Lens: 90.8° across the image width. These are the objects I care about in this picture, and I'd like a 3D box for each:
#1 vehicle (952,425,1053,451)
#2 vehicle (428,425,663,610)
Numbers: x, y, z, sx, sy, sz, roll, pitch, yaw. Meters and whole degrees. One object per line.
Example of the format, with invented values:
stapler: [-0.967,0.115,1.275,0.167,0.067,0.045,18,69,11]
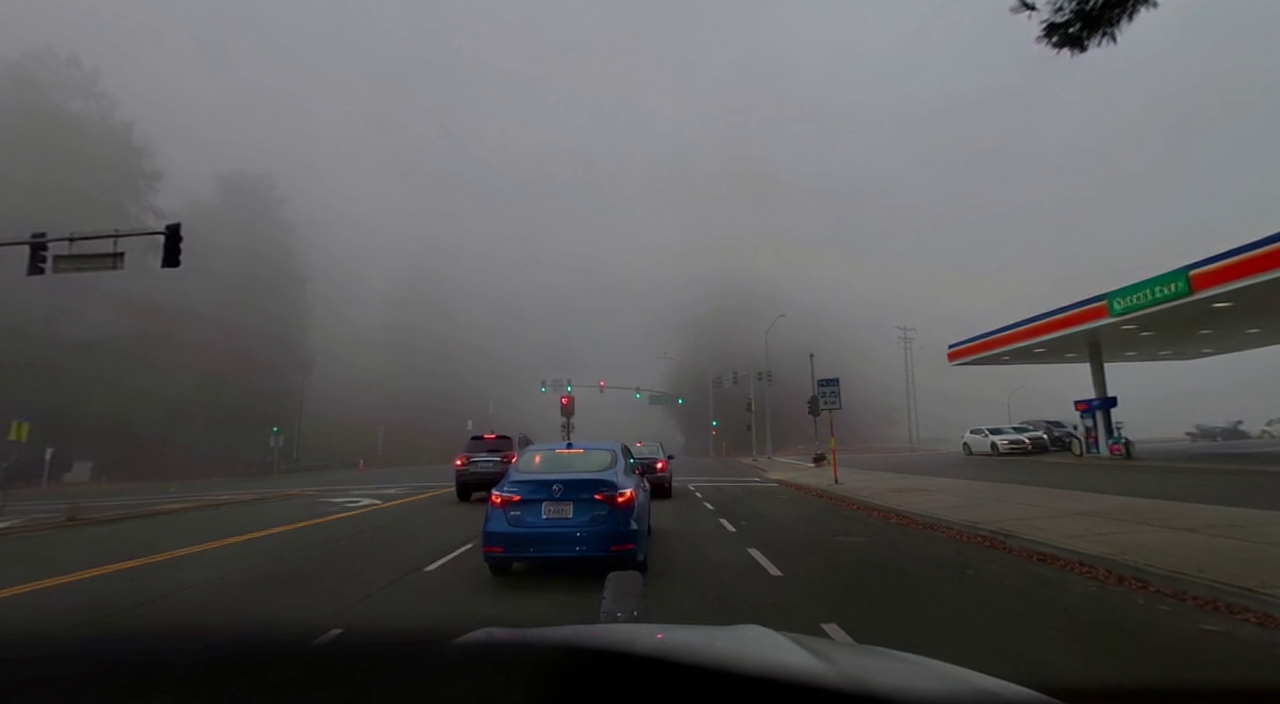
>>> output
vehicle: [21.989,5.230,38.447,4.874,1.502,2.048,0,-8,1]
vehicle: [-0.707,1.701,7.519,1.916,1.510,4.447,0,-8,3]
